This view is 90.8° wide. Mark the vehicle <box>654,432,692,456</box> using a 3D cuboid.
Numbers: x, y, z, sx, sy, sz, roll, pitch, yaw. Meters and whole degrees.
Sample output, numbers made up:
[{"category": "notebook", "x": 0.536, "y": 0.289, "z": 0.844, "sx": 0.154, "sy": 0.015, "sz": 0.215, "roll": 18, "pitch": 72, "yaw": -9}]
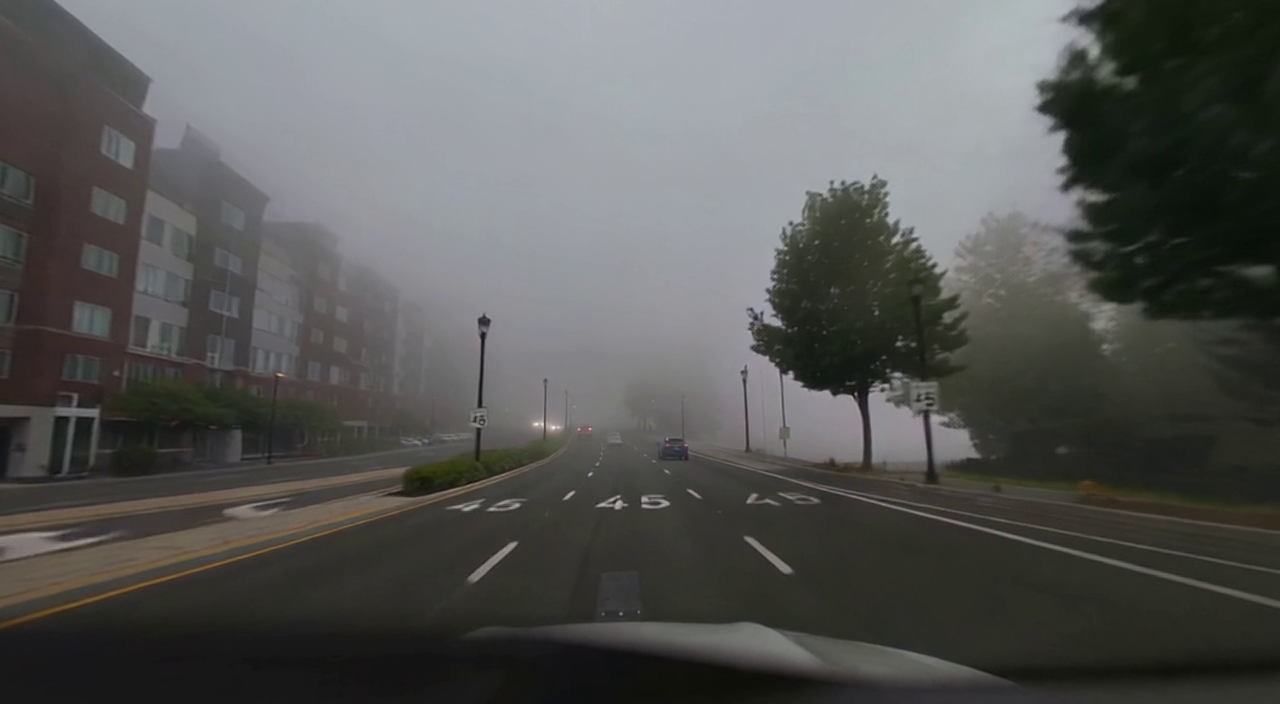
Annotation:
[{"category": "vehicle", "x": 2.148, "y": 6.233, "z": 42.818, "sx": 2.090, "sy": 1.506, "sz": 4.382, "roll": 0, "pitch": -8, "yaw": -3}]

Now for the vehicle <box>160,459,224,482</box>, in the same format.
[{"category": "vehicle", "x": -29.625, "y": 7.810, "z": 41.898, "sx": 1.655, "sy": 1.389, "sz": 3.364, "roll": 0, "pitch": -9, "yaw": 3}]

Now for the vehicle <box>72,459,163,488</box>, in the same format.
[{"category": "vehicle", "x": -29.596, "y": 6.863, "z": 35.931, "sx": 1.764, "sy": 1.476, "sz": 4.121, "roll": 0, "pitch": -9, "yaw": -3}]
